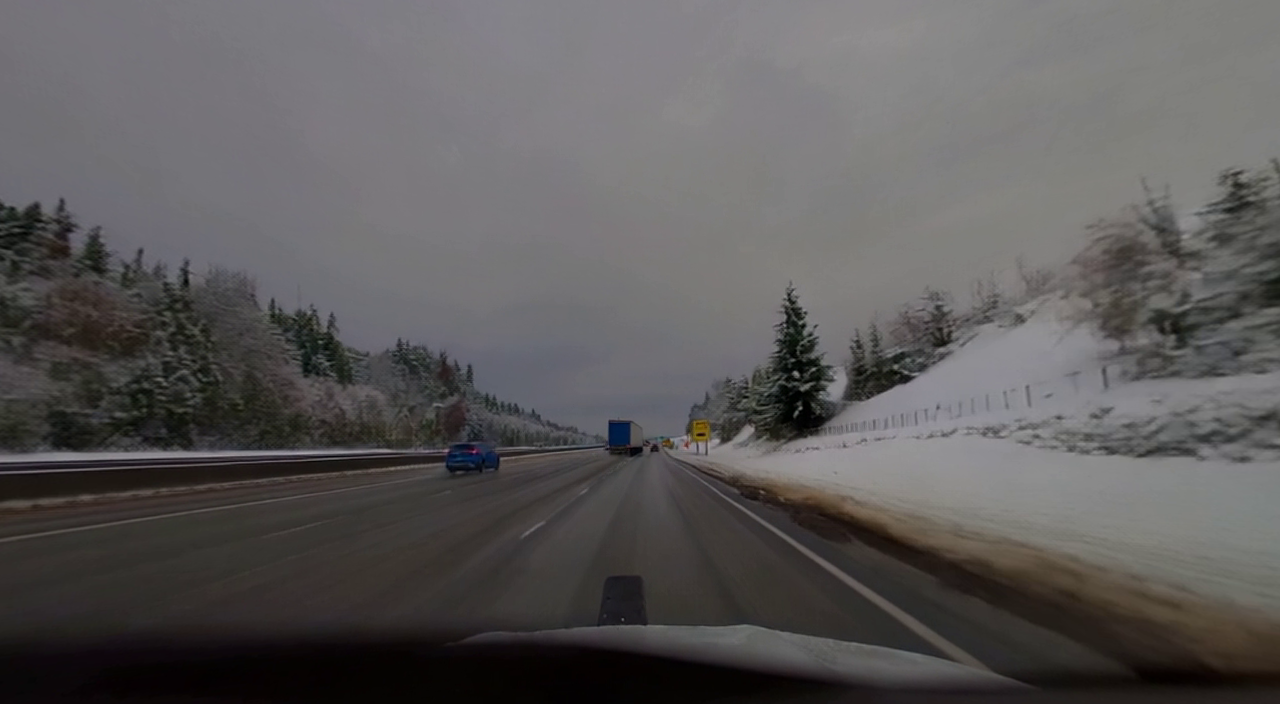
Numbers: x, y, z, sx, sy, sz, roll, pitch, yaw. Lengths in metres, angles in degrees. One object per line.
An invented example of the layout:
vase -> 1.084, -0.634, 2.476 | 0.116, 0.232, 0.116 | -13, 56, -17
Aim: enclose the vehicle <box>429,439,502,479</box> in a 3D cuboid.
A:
vehicle -> -7.421, 4.605, 27.243 | 1.893, 1.566, 4.051 | 0, -9, 1
